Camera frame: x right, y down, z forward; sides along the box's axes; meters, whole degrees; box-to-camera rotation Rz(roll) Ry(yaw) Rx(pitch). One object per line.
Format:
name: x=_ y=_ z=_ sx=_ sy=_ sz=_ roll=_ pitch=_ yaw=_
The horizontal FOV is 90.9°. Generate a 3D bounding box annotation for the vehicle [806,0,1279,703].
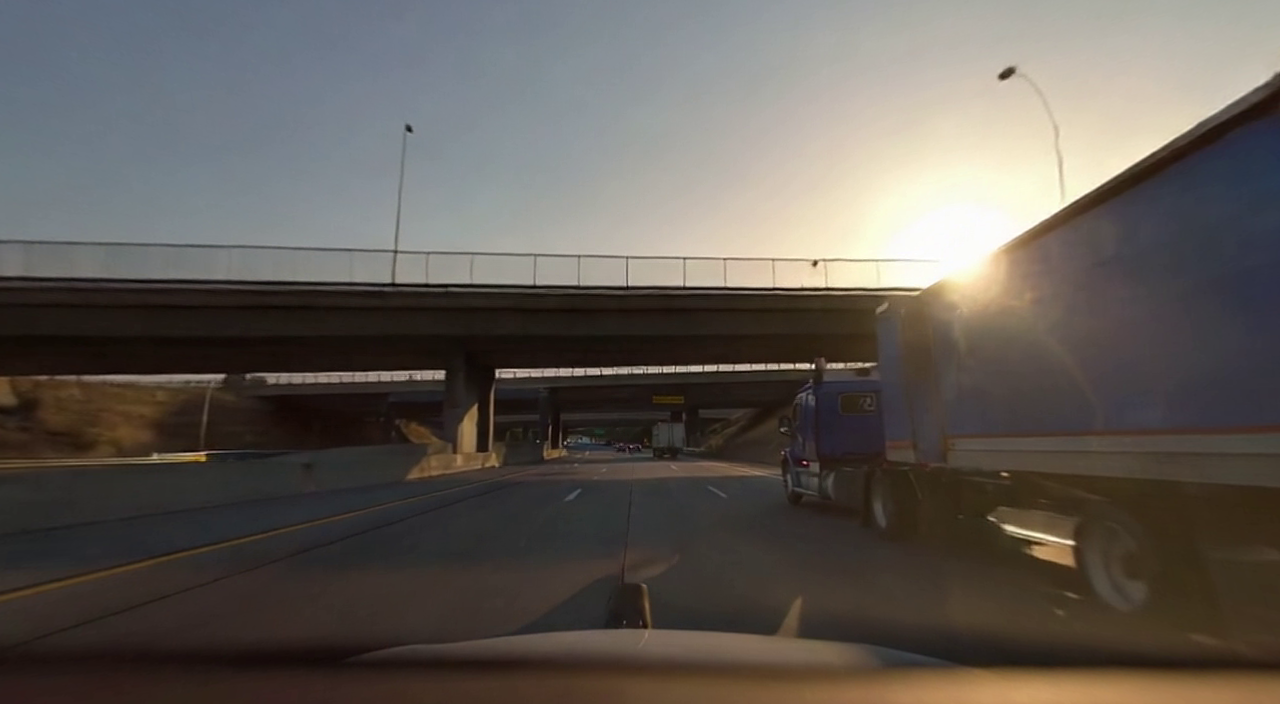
vehicle: x=4.487 y=0.292 z=5.762 sx=3.107 sy=3.718 sz=10.231 roll=0 pitch=-9 yaw=0
